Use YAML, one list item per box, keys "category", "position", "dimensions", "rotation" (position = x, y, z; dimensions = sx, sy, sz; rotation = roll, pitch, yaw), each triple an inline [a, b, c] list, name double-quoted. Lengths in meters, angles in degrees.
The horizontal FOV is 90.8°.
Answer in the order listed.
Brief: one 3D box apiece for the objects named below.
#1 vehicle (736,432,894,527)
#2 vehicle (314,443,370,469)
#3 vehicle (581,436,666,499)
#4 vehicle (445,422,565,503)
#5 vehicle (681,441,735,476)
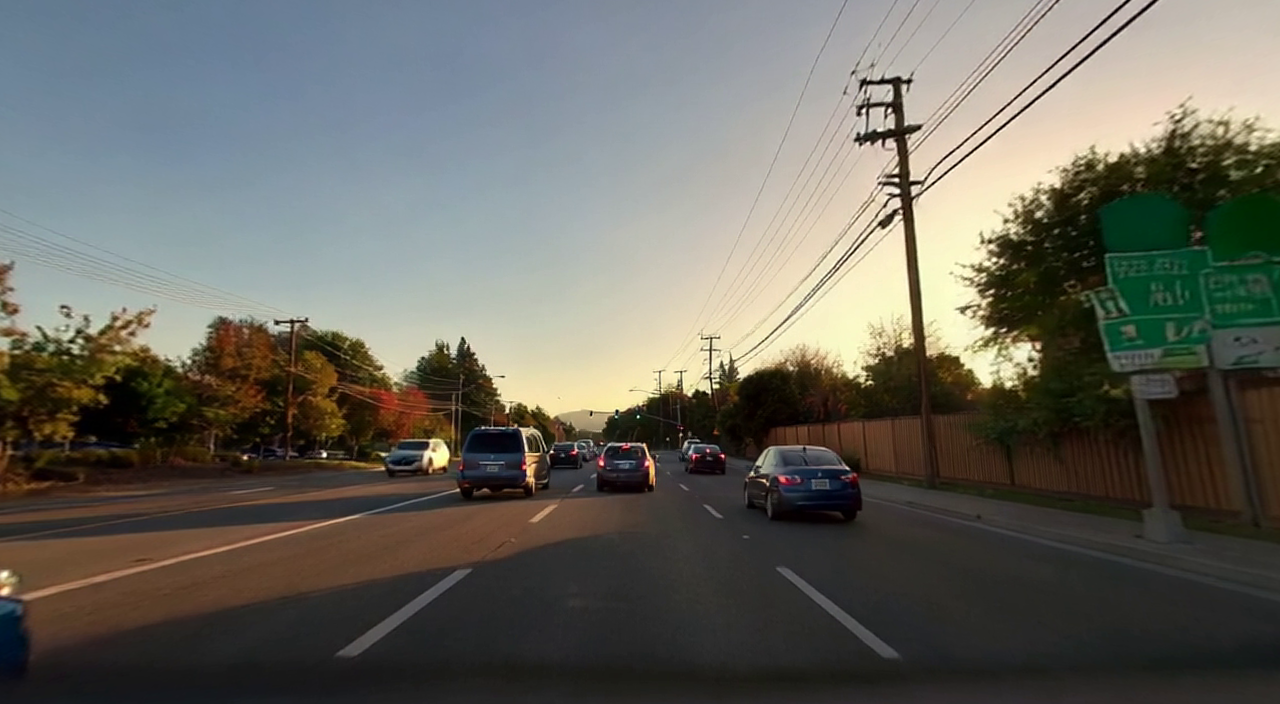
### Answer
- category: "vehicle"
  position: [3.117, 2.348, 12.128]
  dimensions: [1.880, 1.521, 3.724]
  rotation: [0, -9, -2]
- category: "vehicle"
  position: [-23.147, 8.094, 49.265]
  dimensions: [2.094, 1.899, 4.789]
  rotation: [0, -9, -1]
- category: "vehicle"
  position: [-0.411, 3.139, 17.526]
  dimensions: [2.097, 1.511, 3.809]
  rotation: [0, -9, 0]
- category: "vehicle"
  position: [-3.370, 2.894, 16.898]
  dimensions: [2.092, 1.839, 4.736]
  rotation: [0, -9, 1]
- category: "vehicle"
  position: [3.054, 4.918, 29.311]
  dimensions: [1.878, 1.479, 4.461]
  rotation: [0, -9, -2]
